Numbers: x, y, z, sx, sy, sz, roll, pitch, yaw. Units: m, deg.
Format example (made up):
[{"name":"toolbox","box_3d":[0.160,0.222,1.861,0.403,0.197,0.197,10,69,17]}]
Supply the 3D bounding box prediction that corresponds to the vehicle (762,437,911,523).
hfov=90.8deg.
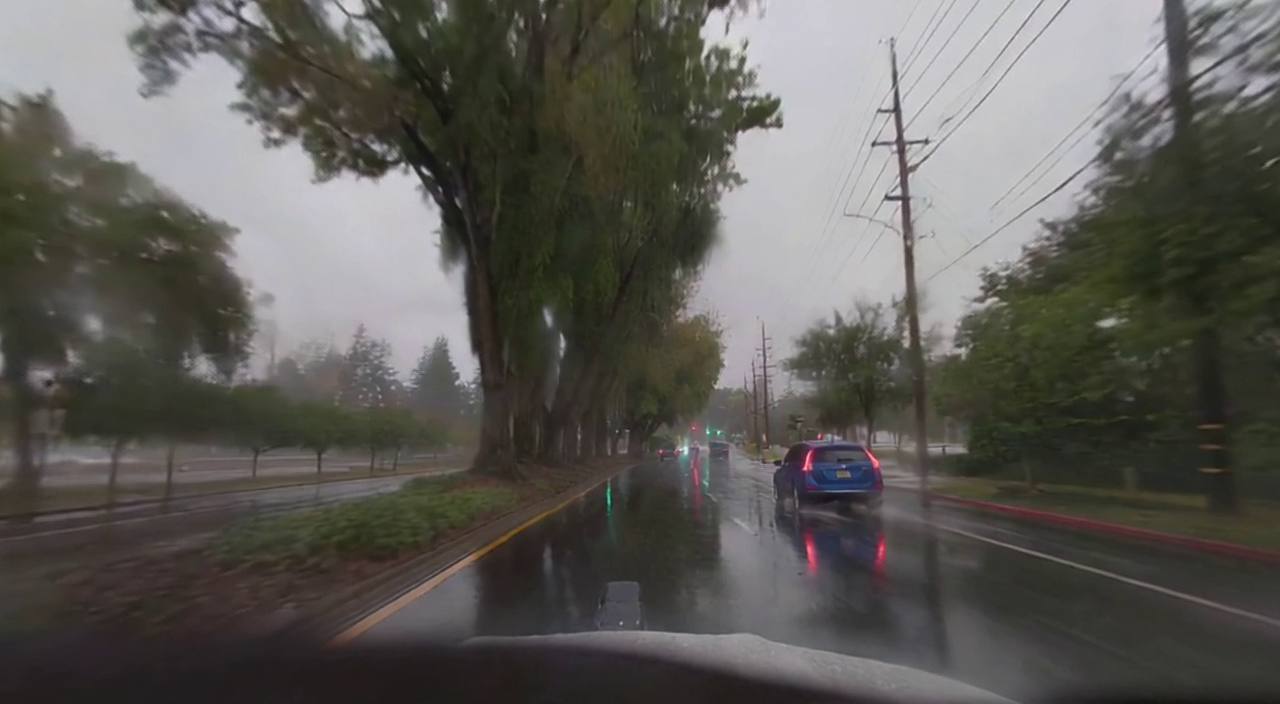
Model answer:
[{"name":"vehicle","box_3d":[3.990,2.676,13.687,1.881,1.512,4.294,-1,-9,1]}]
